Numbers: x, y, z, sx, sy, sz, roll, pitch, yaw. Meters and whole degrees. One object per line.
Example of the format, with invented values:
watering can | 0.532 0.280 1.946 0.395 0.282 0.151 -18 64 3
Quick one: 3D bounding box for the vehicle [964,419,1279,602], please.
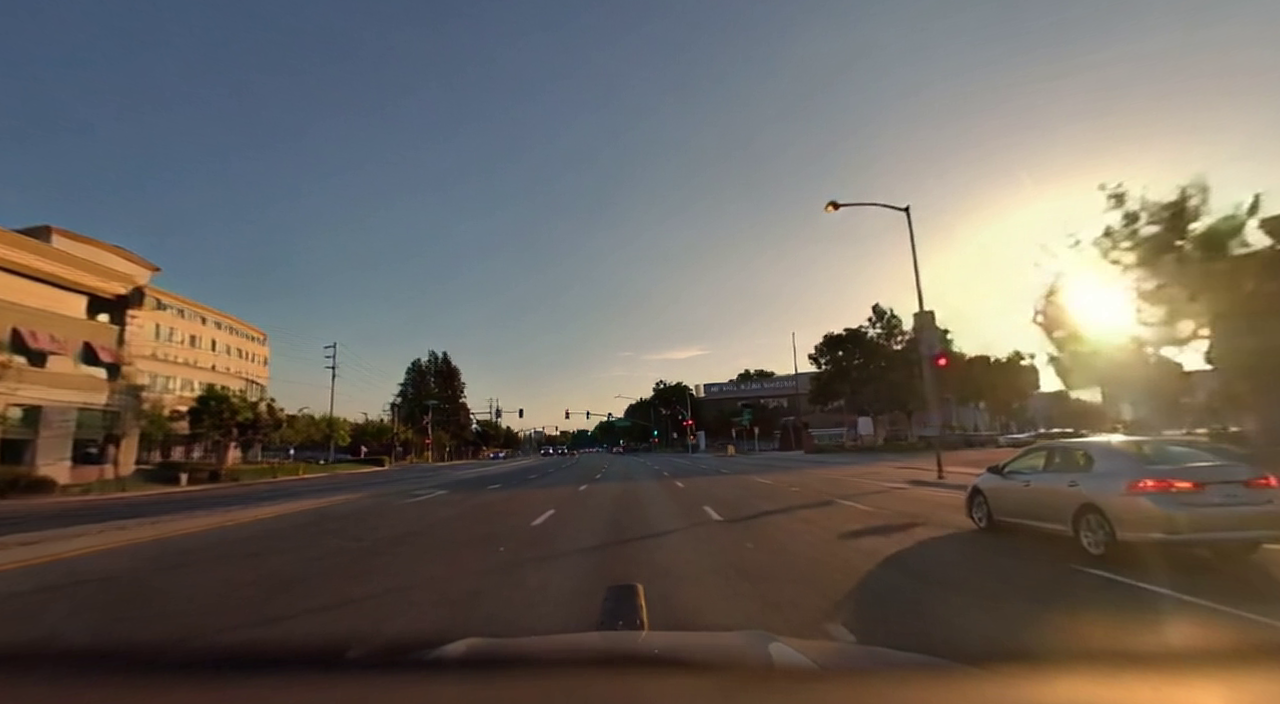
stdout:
vehicle | 6.137 1.639 7.550 2.070 1.491 4.575 0 -8 0
